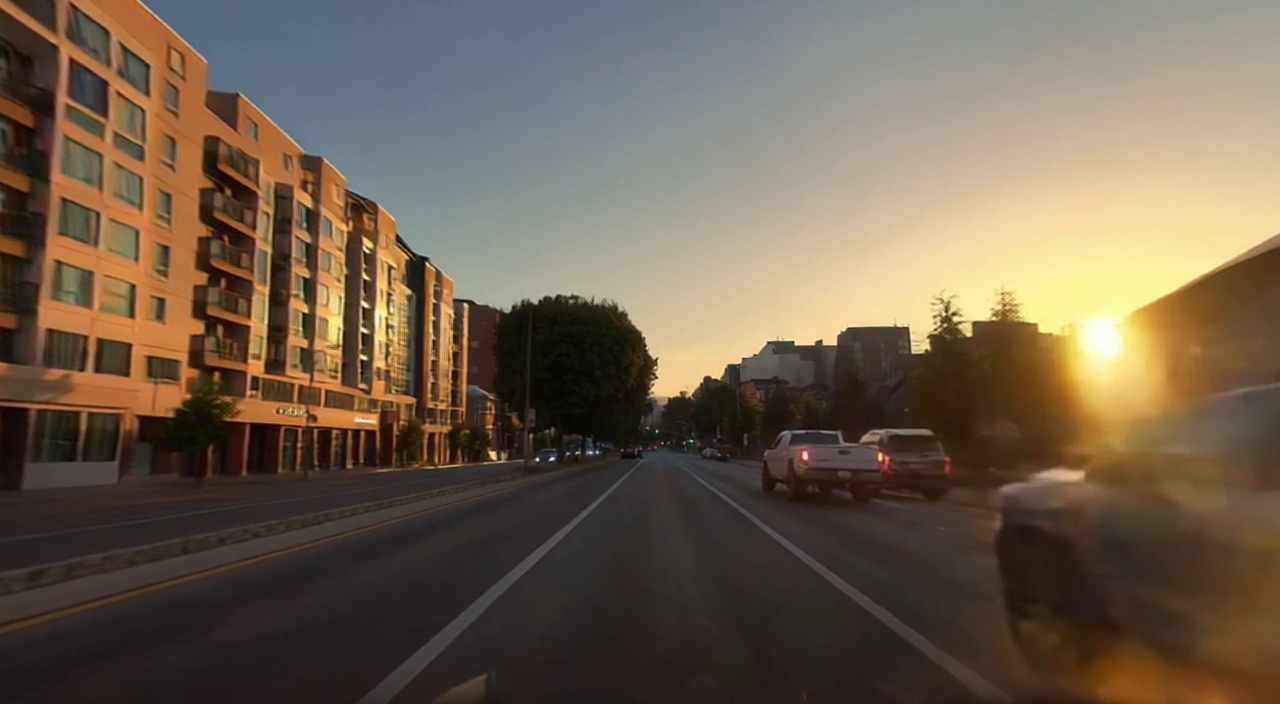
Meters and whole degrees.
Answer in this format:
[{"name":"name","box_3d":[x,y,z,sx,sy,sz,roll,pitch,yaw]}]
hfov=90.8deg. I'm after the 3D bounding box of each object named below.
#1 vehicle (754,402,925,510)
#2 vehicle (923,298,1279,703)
[{"name":"vehicle","box_3d":[5.015,2.781,17.203,2.723,2.409,5.869,0,-9,0]},{"name":"vehicle","box_3d":[3.127,0.735,2.044,2.130,1.787,5.126,0,-9,1]}]
